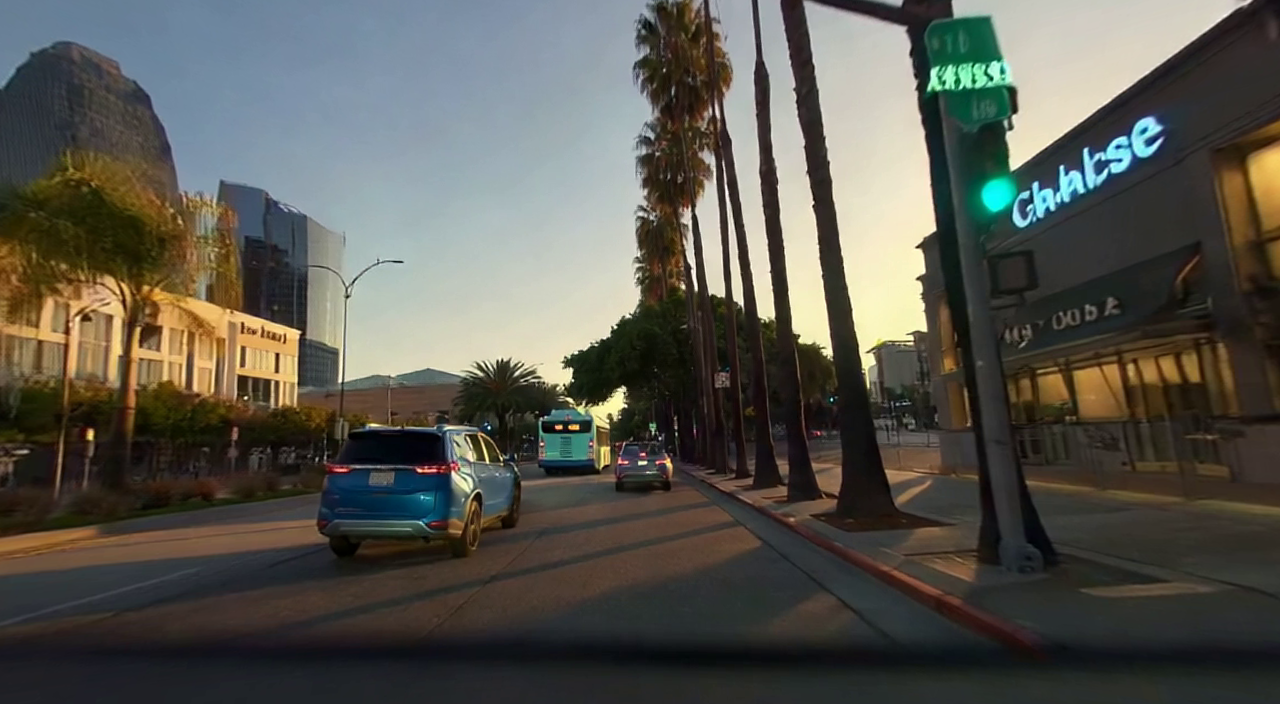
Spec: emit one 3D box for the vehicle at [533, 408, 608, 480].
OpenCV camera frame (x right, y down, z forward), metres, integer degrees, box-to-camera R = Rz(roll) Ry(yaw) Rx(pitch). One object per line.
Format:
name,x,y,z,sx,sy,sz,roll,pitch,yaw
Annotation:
vehicle,-3.213,4.554,31.326,2.775,3.064,8.297,0,-8,0

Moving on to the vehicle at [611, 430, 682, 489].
vehicle,0.170,3.497,20.708,2.120,1.727,3.917,0,-8,-1

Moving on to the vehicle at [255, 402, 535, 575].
vehicle,-2.957,1.772,8.973,2.124,1.799,4.587,0,-8,0
